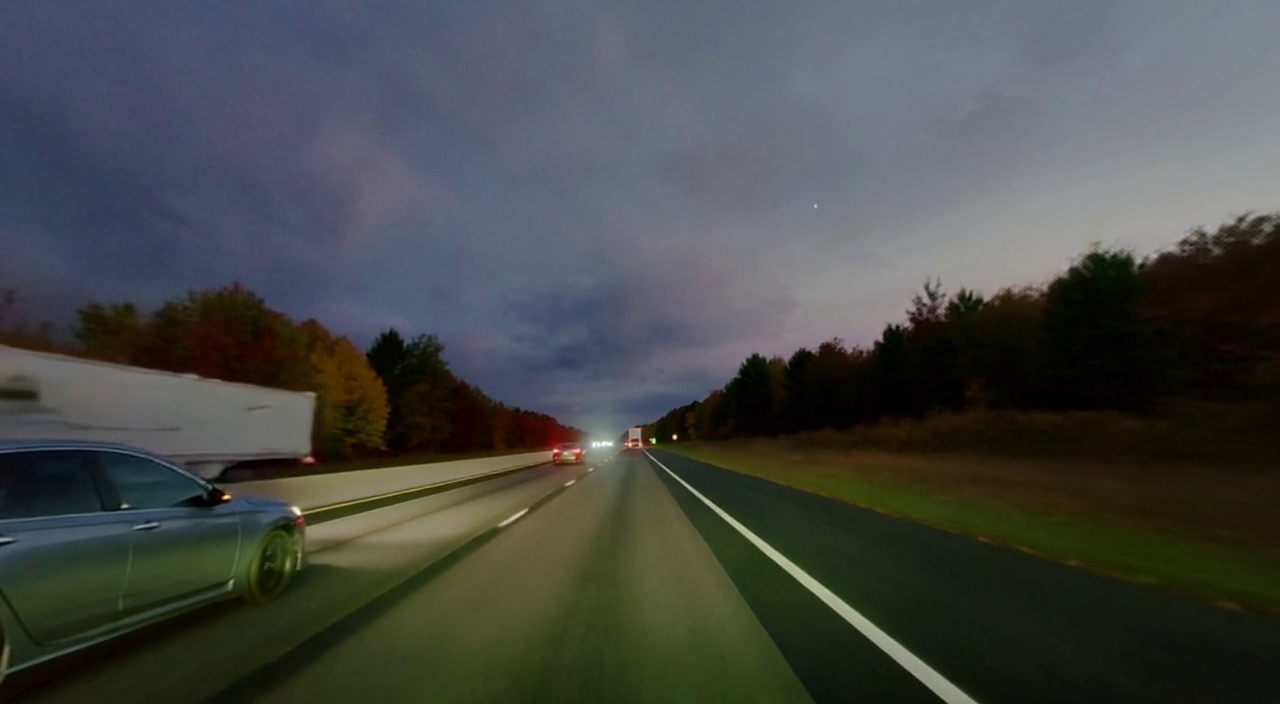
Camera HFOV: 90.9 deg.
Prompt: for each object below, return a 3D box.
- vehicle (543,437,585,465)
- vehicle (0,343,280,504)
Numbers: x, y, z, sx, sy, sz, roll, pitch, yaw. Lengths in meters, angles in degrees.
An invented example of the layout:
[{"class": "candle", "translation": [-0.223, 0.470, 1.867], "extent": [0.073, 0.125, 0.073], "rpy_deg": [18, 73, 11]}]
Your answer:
[{"class": "vehicle", "translation": [-4.537, 5.982, 38.089], "extent": [2.002, 1.553, 4.247], "rpy_deg": [0, -8, 0]}, {"class": "vehicle", "translation": [-17.089, 2.467, 20.287], "extent": [2.878, 3.898, 13.768], "rpy_deg": [0, -8, 0]}]
